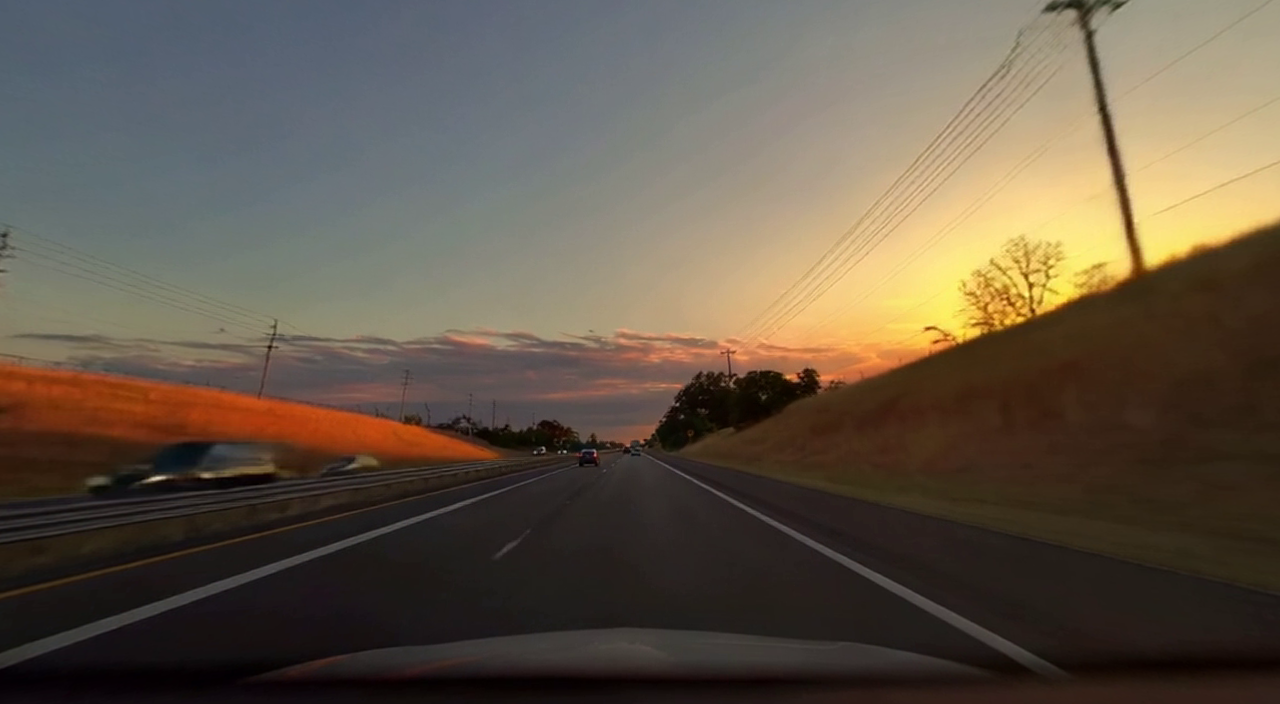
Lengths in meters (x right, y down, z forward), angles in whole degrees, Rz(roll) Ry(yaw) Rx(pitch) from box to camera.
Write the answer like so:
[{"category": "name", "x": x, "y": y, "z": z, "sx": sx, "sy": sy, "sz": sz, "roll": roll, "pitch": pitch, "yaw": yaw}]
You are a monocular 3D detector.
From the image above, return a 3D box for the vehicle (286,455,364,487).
[{"category": "vehicle", "x": -16.702, "y": 6.326, "z": 33.549, "sx": 1.838, "sy": 1.504, "sz": 4.574, "roll": 0, "pitch": -9, "yaw": -1}]

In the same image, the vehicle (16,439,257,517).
[{"category": "vehicle", "x": -12.945, "y": 3.252, "z": 16.758, "sx": 2.100, "sy": 1.724, "sz": 5.195, "roll": 0, "pitch": -9, "yaw": 0}]

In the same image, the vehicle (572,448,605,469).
[{"category": "vehicle", "x": -3.858, "y": 8.102, "z": 47.780, "sx": 2.123, "sy": 1.545, "sz": 4.404, "roll": 0, "pitch": -9, "yaw": 0}]
